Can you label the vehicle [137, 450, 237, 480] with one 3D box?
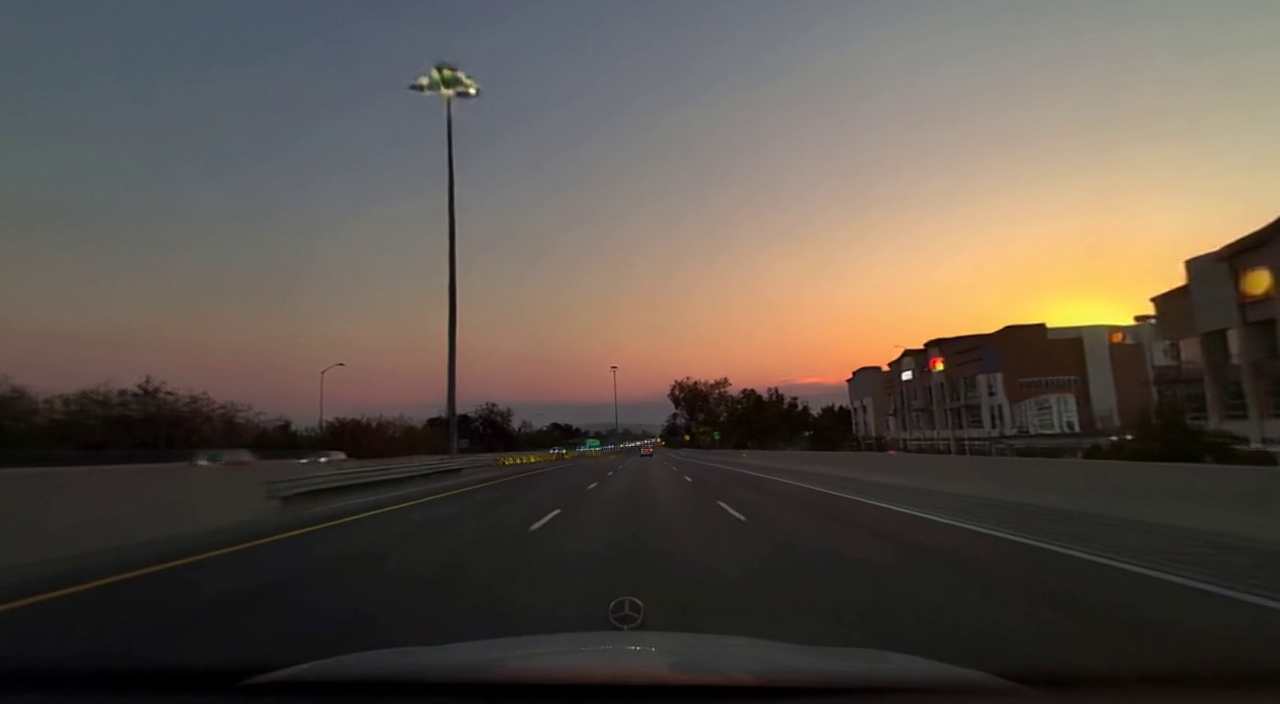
[{"bbox_3d":[-24.806,6.162,34.784,2.049,1.499,4.699,0,-8,0],"label":"vehicle"}]
